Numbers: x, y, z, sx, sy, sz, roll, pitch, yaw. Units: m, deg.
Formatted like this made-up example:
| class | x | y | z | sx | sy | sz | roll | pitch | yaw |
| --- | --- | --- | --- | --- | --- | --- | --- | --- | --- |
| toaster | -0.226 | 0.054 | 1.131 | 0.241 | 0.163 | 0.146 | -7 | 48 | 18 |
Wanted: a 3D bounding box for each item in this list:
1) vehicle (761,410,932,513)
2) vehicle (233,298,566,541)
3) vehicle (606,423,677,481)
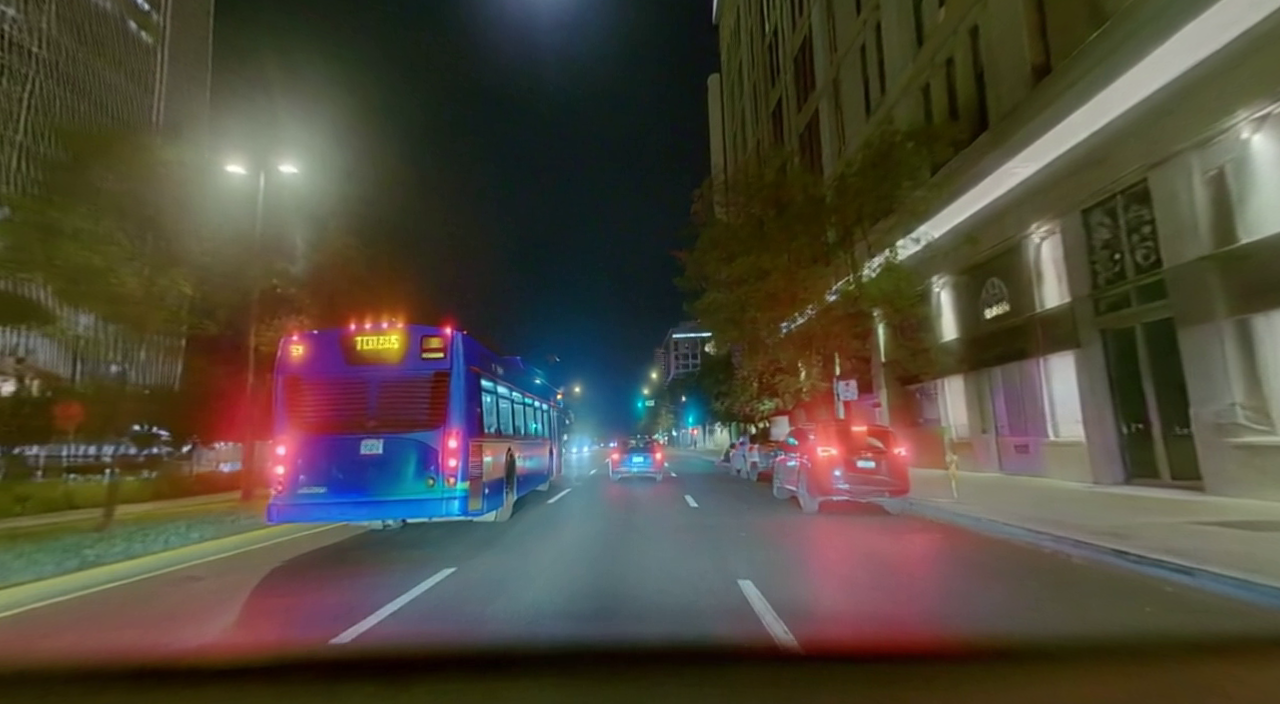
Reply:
| class | x | y | z | sx | sy | sz | roll | pitch | yaw |
| --- | --- | --- | --- | --- | --- | --- | --- | --- | --- |
| vehicle | 4.038 | 2.254 | 13.320 | 2.138 | 1.787 | 4.522 | 0 | -8 | 1 |
| vehicle | -3.305 | 1.458 | 11.777 | 2.920 | 2.884 | 8.588 | 0 | -9 | -1 |
| vehicle | 0.072 | 3.296 | 20.950 | 2.120 | 1.727 | 3.917 | 0 | -8 | 1 |
